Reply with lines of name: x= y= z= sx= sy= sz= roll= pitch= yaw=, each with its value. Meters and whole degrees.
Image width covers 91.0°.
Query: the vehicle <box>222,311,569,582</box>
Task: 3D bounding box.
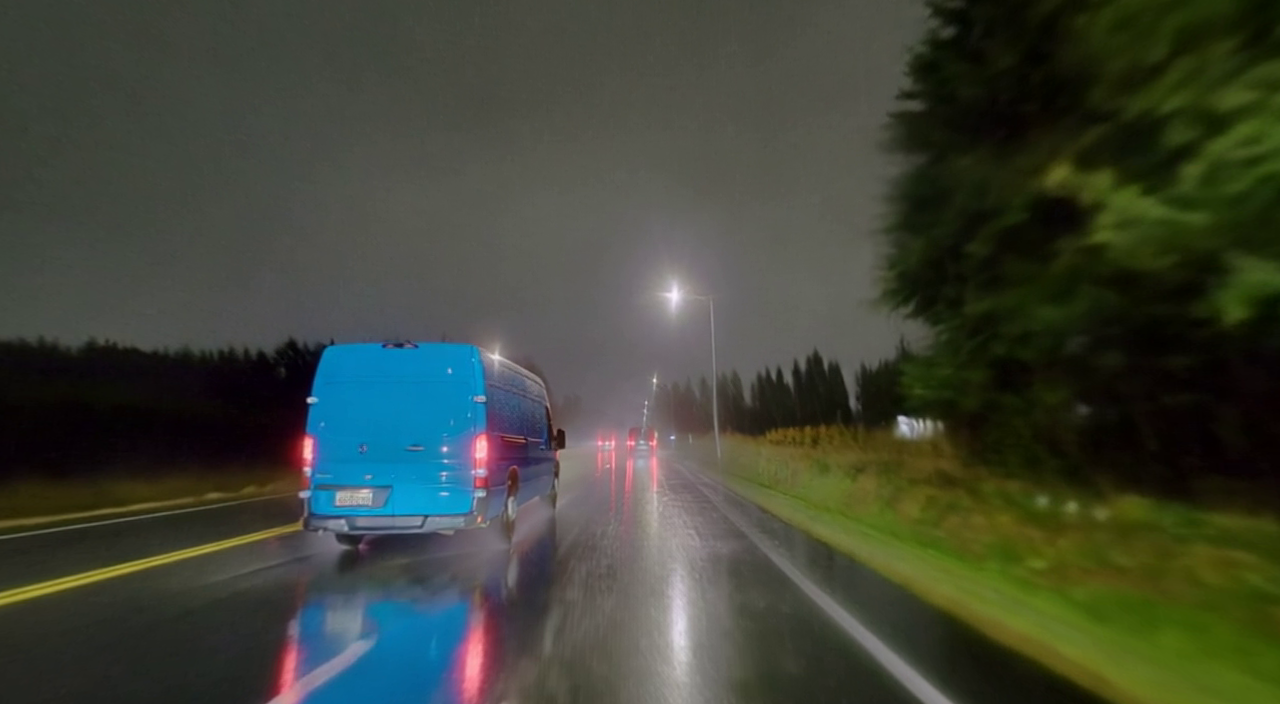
vehicle: x=-2.694 y=1.314 z=9.159 sx=2.497 sy=2.628 sz=6.016 roll=0 pitch=-8 yaw=1
